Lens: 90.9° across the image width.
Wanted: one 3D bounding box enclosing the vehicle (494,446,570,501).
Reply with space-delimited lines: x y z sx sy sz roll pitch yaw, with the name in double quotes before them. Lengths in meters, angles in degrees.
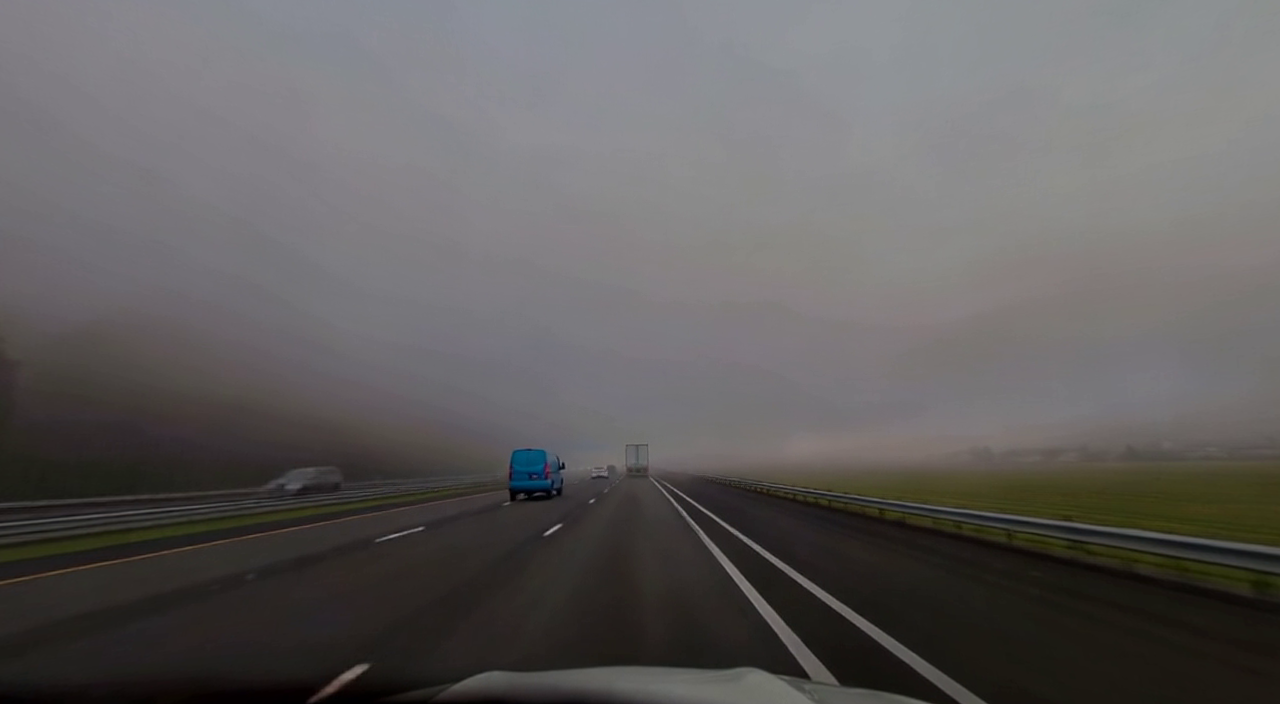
"vehicle" -4.231 4.877 25.467 2.208 1.973 4.716 1 -10 0
